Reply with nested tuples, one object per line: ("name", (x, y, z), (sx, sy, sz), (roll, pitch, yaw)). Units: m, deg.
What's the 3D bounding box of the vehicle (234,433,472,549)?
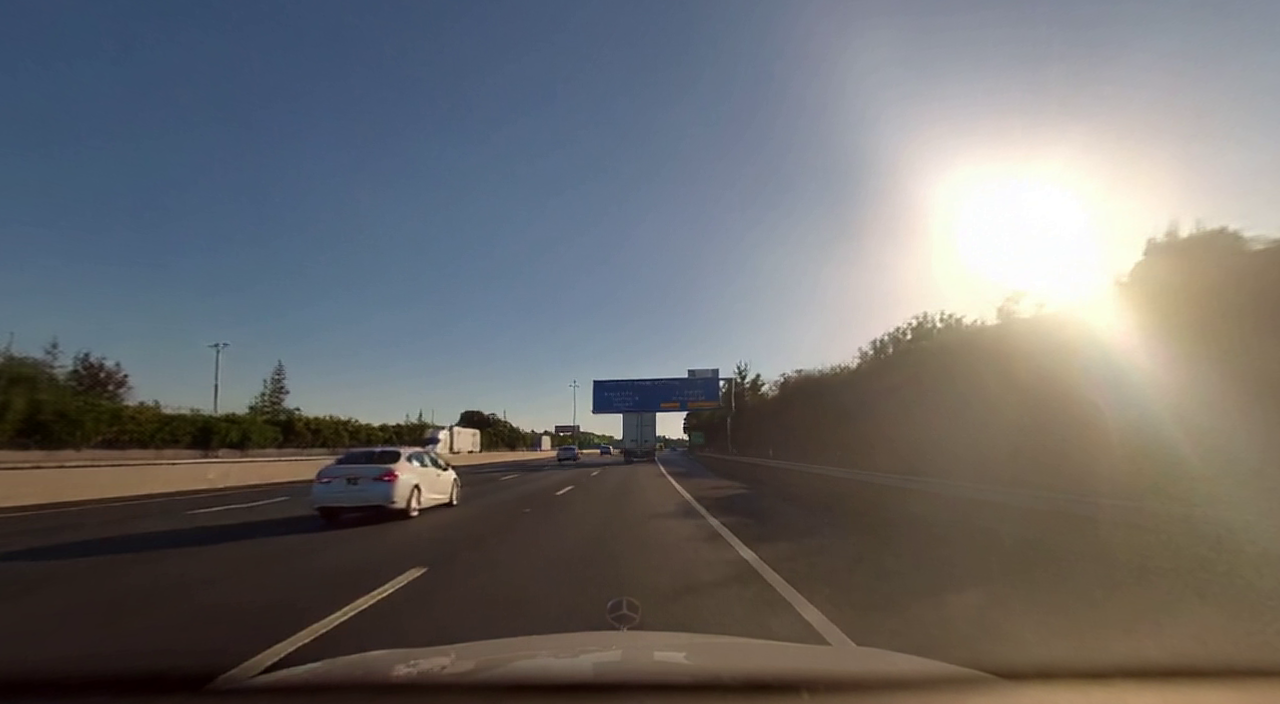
("vehicle", (-4.336, 2.156, 10.363), (2.024, 1.515, 3.907), (0, -9, 0))
